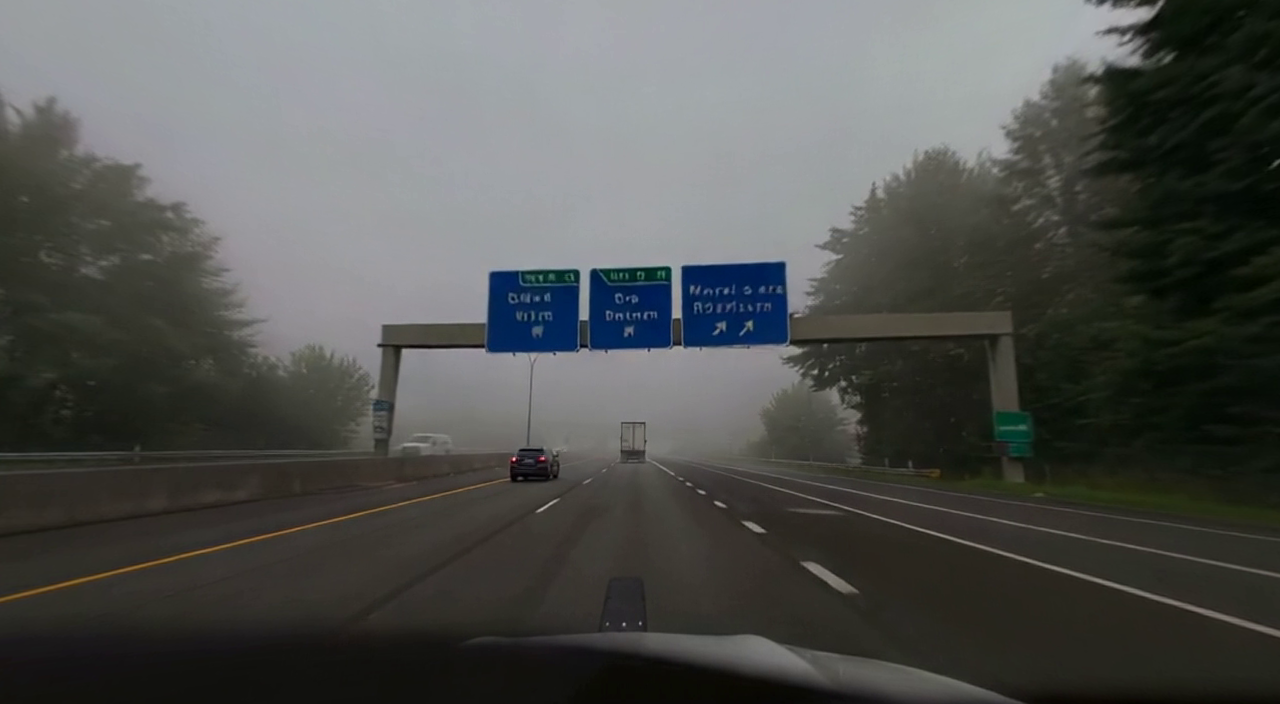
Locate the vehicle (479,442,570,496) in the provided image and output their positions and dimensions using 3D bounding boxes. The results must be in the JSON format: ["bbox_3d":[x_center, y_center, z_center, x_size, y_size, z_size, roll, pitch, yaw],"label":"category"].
[{"bbox_3d":[-3.561,3.701,20.313,2.042,1.526,4.516,0,-9,0],"label":"vehicle"}]

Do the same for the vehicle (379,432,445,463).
[{"bbox_3d":[-12.402,5.282,34.642,1.959,1.556,4.499,0,-9,-1],"label":"vehicle"}]
